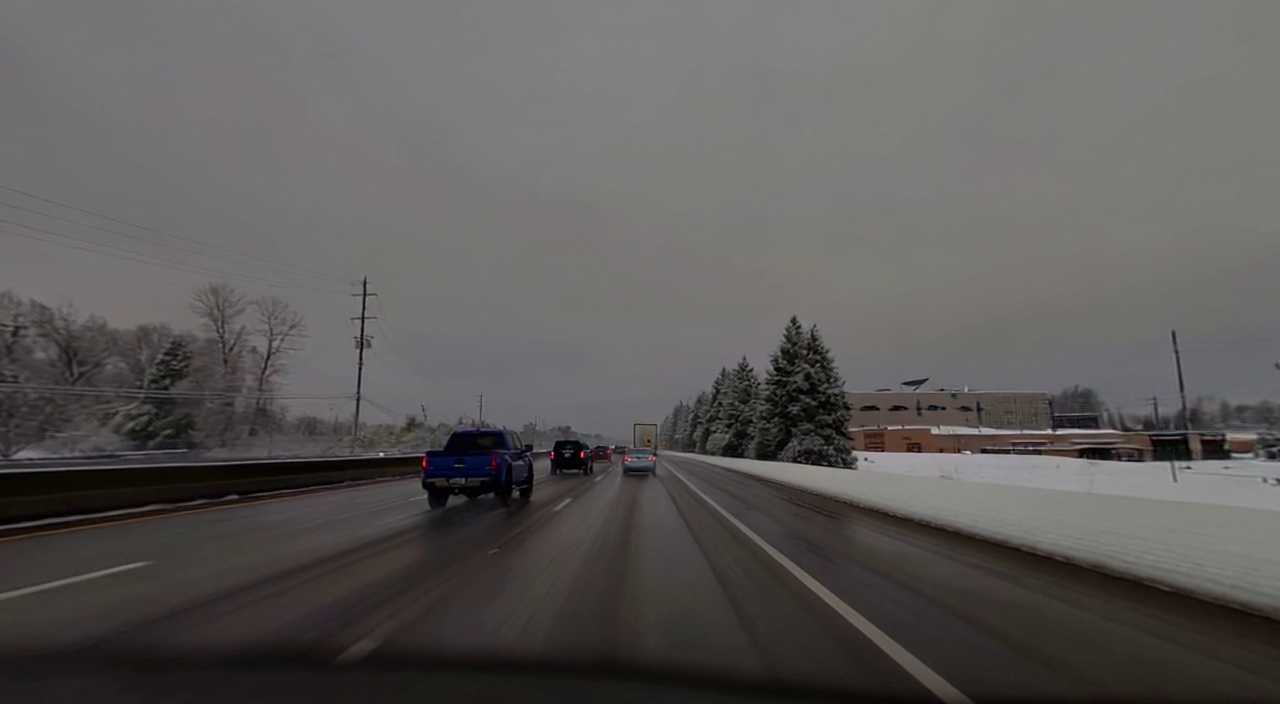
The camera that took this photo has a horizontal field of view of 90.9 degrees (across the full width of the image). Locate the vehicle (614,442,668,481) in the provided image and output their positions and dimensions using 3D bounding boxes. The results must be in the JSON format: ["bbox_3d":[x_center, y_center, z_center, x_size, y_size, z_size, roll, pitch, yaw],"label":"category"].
[{"bbox_3d":[0.000,4.474,26.026,2.047,1.473,3.978,0,-8,-1],"label":"vehicle"}]

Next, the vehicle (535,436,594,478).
[{"bbox_3d":[-3.451,4.917,29.730,2.133,1.789,4.518,-1,-8,1],"label":"vehicle"}]

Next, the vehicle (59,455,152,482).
[{"bbox_3d":[-35.234,7.663,41.751,1.947,1.634,4.710,0,-8,0],"label":"vehicle"}]

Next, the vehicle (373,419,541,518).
[{"bbox_3d":[-3.916,2.621,14.755,2.198,1.848,5.346,-1,-8,1],"label":"vehicle"}]
